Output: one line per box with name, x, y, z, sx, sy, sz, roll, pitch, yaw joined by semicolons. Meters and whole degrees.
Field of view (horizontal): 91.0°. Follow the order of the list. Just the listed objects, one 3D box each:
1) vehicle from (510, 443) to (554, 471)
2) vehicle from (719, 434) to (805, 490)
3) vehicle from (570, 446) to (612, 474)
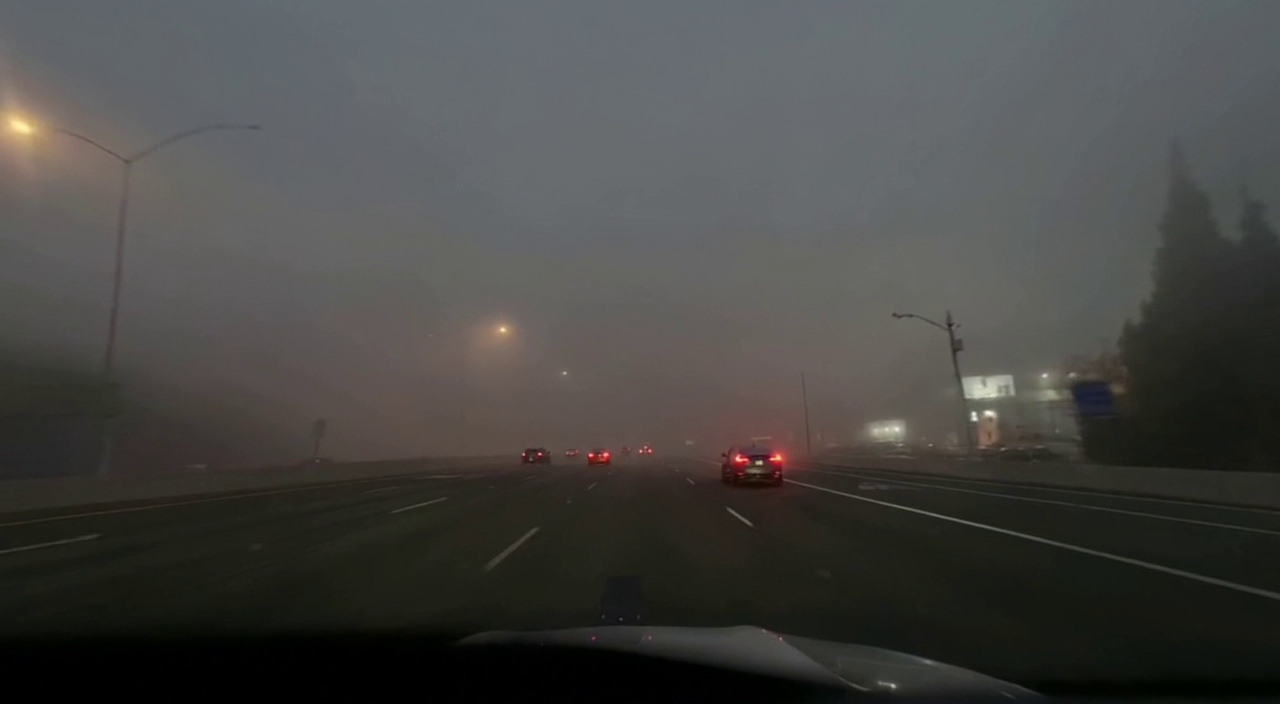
vehicle;-7.356;7.204;43.405;2.112;1.813;4.716;0;-9;1
vehicle;4.205;3.877;22.557;2.109;1.764;4.704;0;-9;0
vehicle;-2.832;6.388;37.550;2.139;1.510;4.506;0;-9;0
